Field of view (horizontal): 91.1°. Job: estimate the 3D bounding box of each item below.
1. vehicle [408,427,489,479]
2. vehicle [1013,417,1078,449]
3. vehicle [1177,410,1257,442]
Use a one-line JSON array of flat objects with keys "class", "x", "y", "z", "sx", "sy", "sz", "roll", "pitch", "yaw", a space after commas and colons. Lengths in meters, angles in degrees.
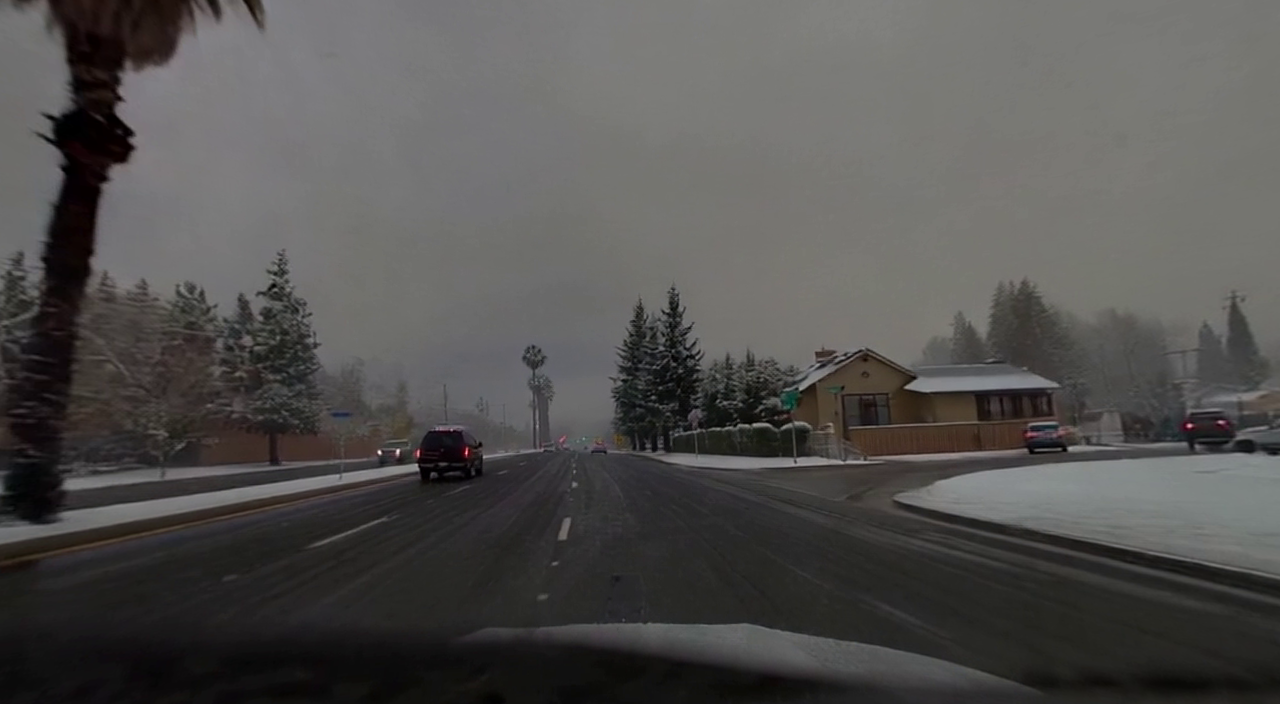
[{"class": "vehicle", "x": -8.718, "y": 4.673, "z": 29.245, "sx": 2.507, "sy": 2.161, "sz": 6.049, "roll": 1, "pitch": -9, "yaw": -7}, {"class": "vehicle", "x": 24.341, "y": 4.908, "z": 37.597, "sx": 4.646, "sy": 1.768, "sz": 1.990, "roll": 8, "pitch": -12, "yaw": -41}, {"class": "vehicle", "x": 35.550, "y": 4.623, "z": 38.584, "sx": 6.133, "sy": 1.800, "sz": 2.631, "roll": 7, "pitch": -11, "yaw": -39}]
